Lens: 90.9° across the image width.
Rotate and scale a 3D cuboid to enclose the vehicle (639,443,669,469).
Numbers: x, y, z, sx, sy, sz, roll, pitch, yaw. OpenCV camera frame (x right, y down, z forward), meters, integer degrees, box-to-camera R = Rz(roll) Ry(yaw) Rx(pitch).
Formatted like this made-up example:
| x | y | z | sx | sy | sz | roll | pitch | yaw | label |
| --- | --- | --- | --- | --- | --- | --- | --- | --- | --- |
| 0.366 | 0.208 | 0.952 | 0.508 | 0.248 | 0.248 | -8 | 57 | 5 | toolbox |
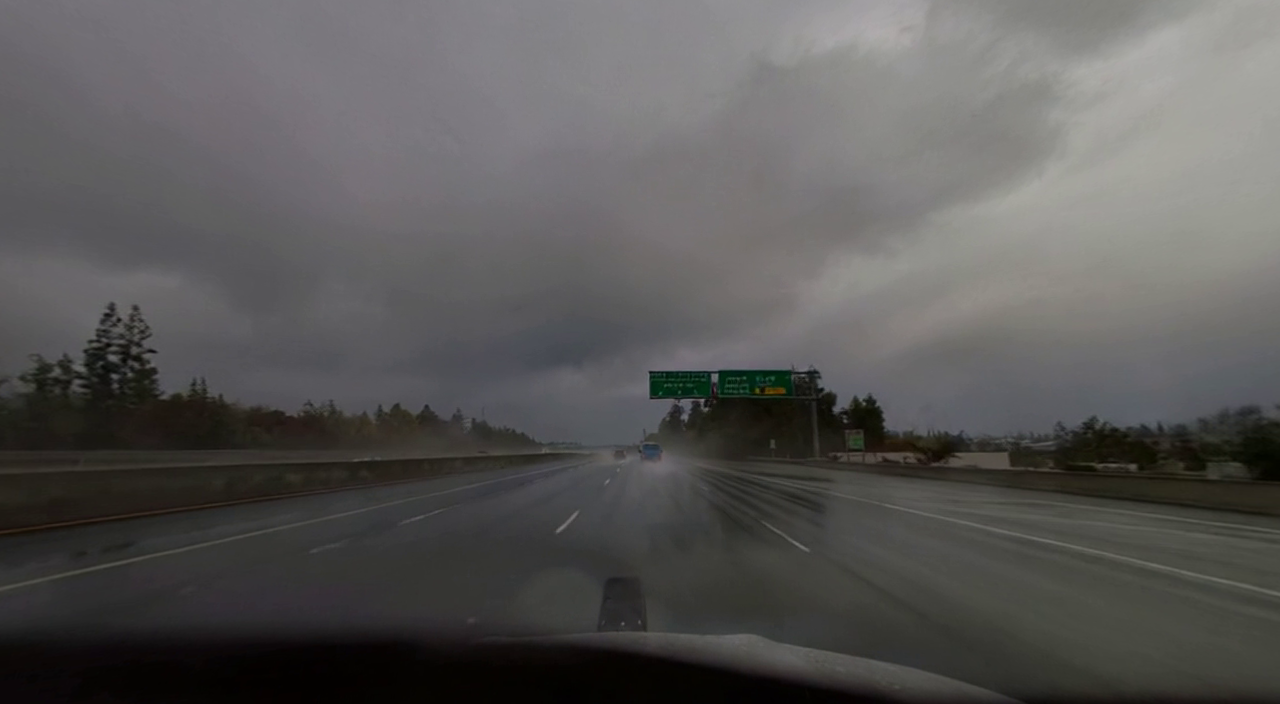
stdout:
| x | y | z | sx | sy | sz | roll | pitch | yaw | label |
| --- | --- | --- | --- | --- | --- | --- | --- | --- | --- |
| 1.073 | 8.117 | 49.513 | 2.219 | 1.927 | 4.409 | 0 | -9 | 0 | vehicle |
